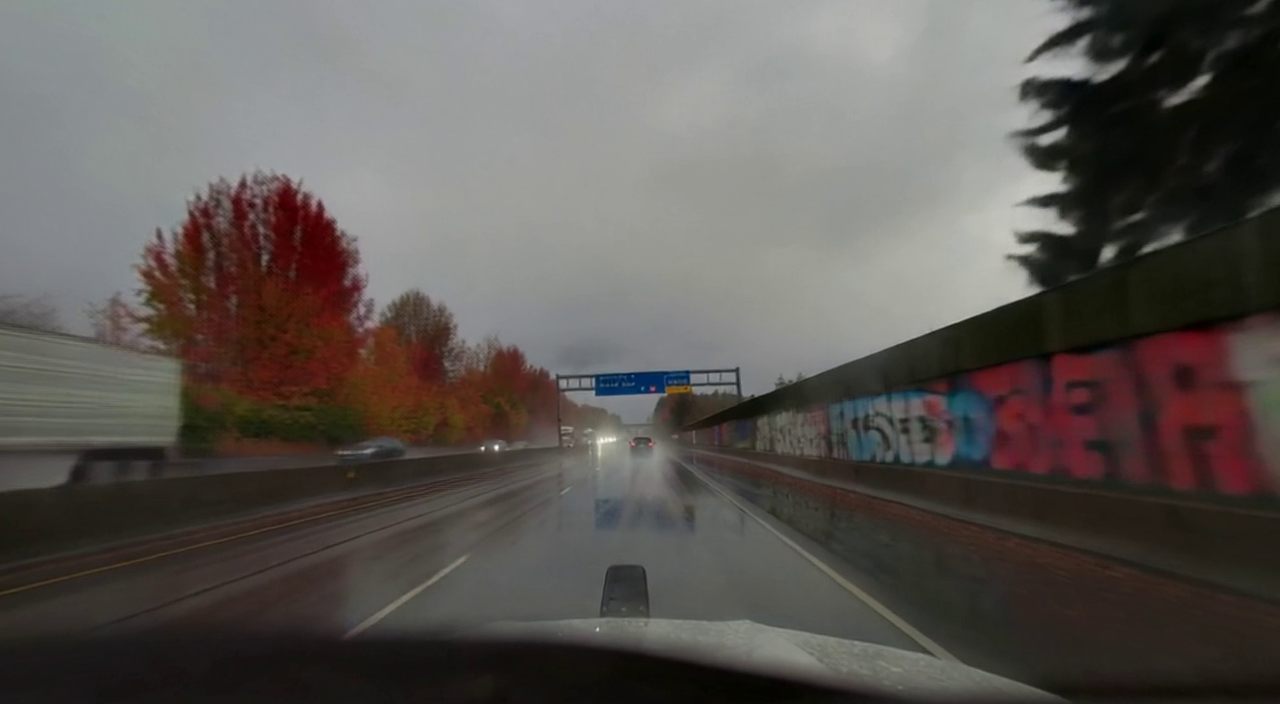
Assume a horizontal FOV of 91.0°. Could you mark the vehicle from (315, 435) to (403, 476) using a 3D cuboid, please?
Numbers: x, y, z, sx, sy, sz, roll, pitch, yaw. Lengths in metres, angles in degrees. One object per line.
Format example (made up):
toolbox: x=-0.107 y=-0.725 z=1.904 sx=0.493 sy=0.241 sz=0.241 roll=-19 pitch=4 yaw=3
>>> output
vehicle: x=-14.365 y=5.301 z=32.539 sx=2.078 sy=1.922 sz=5.241 roll=0 pitch=-8 yaw=0

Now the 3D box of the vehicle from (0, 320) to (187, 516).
vehicle: x=-14.770 y=1.122 z=11.297 sx=2.934 sy=4.031 sz=13.776 roll=0 pitch=-8 yaw=0
